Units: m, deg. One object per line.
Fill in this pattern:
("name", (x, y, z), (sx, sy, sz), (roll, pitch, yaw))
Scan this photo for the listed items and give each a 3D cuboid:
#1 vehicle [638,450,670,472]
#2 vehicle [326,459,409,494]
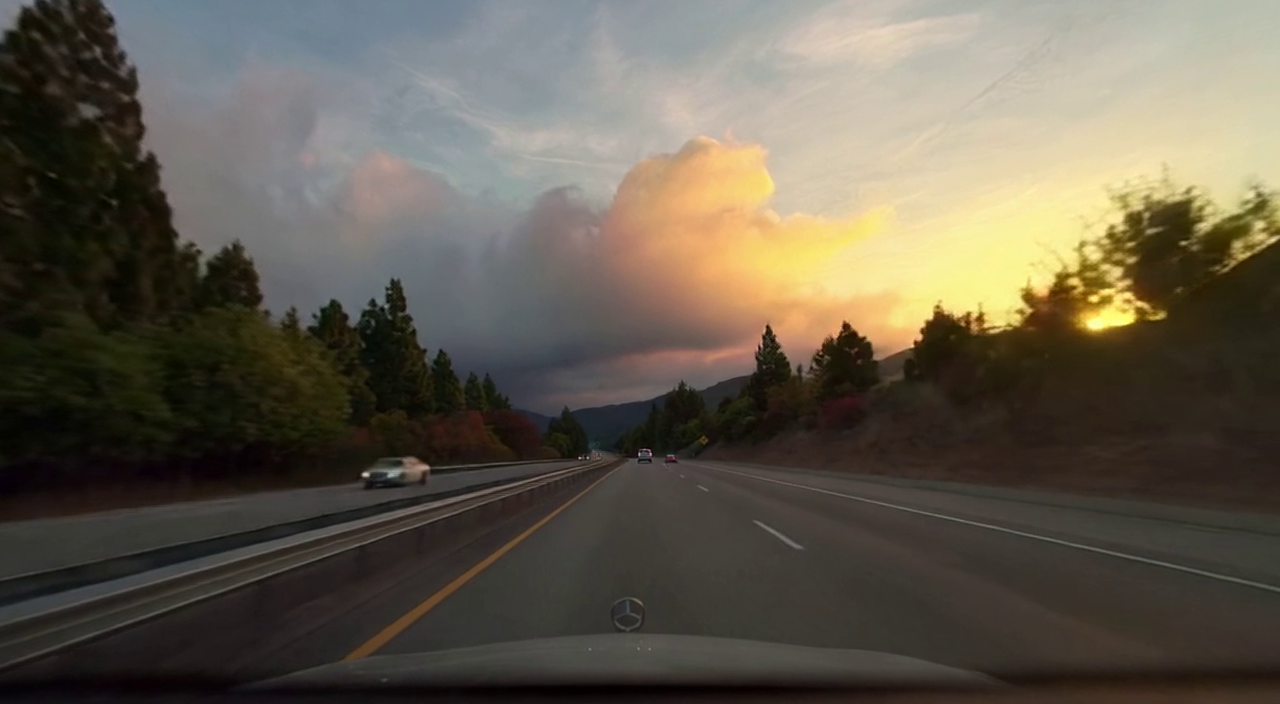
("vehicle", (0.954, 7.854, 45.450), (2.162, 1.492, 3.975), (0, -9, 0))
("vehicle", (-12.511, 5.721, 29.260), (1.873, 1.452, 4.361), (0, -9, 0))
